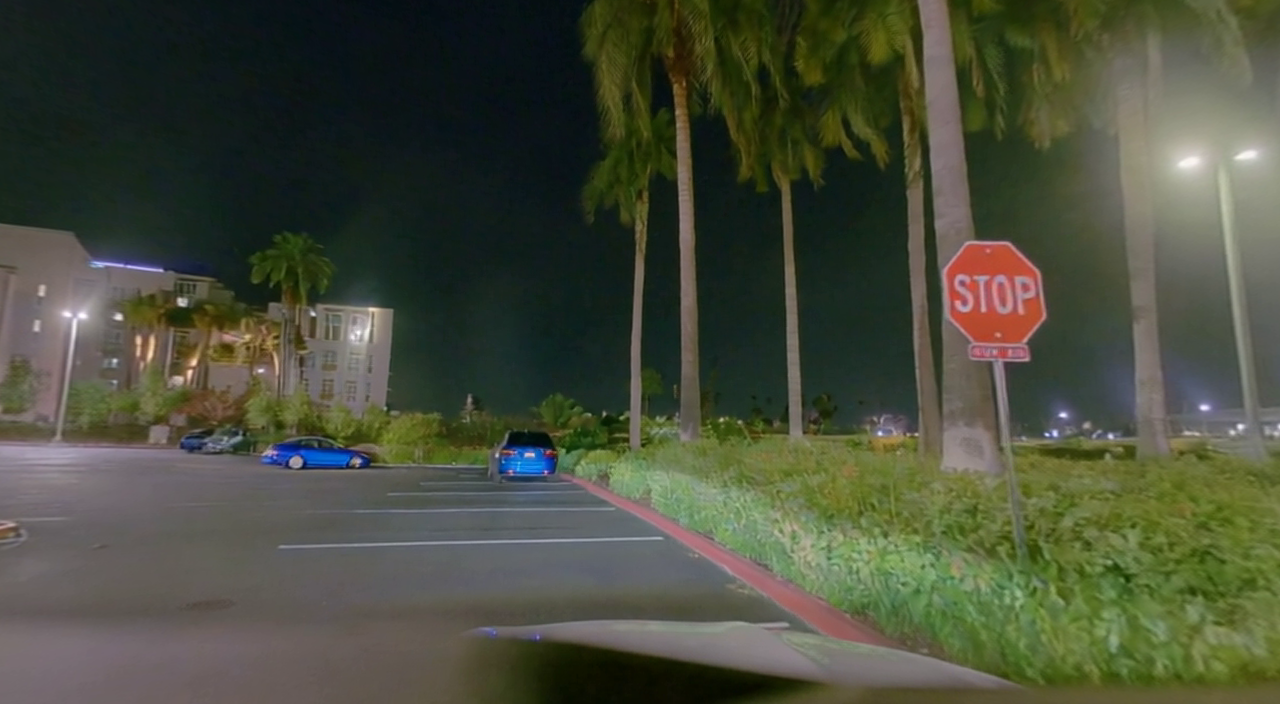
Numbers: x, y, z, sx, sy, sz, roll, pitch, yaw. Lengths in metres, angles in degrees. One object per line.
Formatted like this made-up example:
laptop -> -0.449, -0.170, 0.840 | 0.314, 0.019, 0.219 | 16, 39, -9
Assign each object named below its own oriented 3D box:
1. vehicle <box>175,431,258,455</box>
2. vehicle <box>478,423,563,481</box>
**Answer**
vehicle -> -28.412, 6.136, 42.558 | 4.457, 1.552, 1.748 | 5, -10, -32
vehicle -> -4.060, 3.290, 20.926 | 2.071, 1.700, 4.367 | 3, -9, -19
